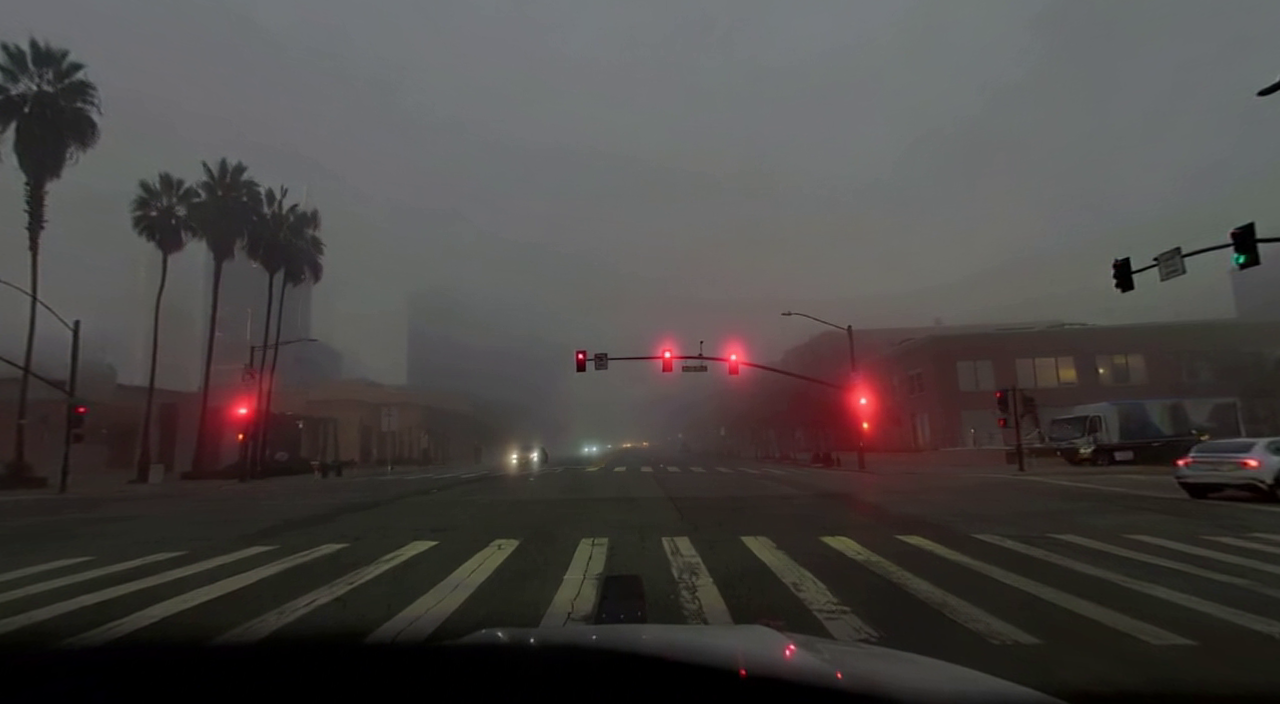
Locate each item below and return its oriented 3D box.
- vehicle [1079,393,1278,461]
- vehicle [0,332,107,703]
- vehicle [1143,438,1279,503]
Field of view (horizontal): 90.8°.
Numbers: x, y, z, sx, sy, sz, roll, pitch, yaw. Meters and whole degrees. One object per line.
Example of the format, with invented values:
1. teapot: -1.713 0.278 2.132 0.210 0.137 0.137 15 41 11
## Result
1. vehicle: 32.610 4.756 39.213 2.863 3.609 10.252 0 -8 -3
2. vehicle: -3.343 0.485 0.321 2.026 1.723 4.832 0 -9 -2
3. vehicle: 15.580 2.938 15.971 4.520 1.475 2.003 2 -9 -14
